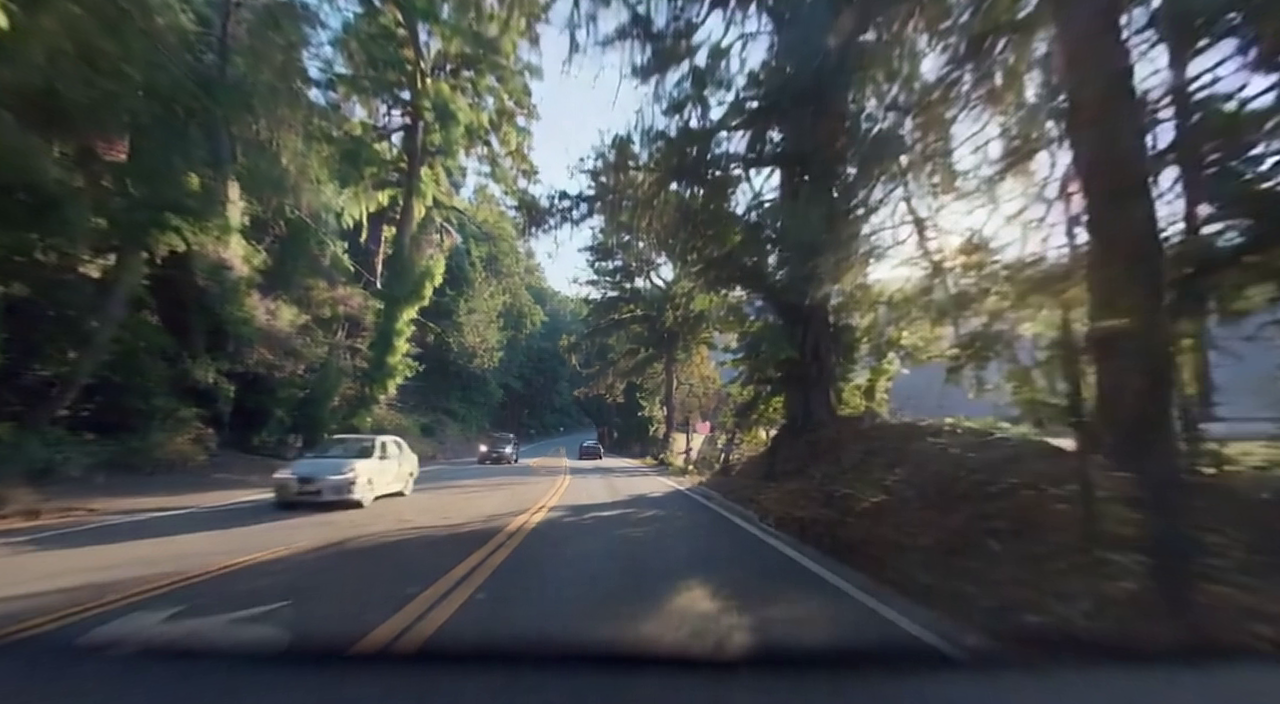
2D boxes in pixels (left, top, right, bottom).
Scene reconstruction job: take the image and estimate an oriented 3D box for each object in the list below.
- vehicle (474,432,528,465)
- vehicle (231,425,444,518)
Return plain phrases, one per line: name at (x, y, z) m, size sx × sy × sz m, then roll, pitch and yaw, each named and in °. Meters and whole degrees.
vehicle at (-7.813, 5.461, 35.940) m, size 2.318 × 1.754 × 4.328 m, roll 1°, pitch -8°, yaw -4°
vehicle at (-5.630, 2.283, 12.584) m, size 2.139 × 1.498 × 4.453 m, roll 0°, pitch -8°, yaw -2°
